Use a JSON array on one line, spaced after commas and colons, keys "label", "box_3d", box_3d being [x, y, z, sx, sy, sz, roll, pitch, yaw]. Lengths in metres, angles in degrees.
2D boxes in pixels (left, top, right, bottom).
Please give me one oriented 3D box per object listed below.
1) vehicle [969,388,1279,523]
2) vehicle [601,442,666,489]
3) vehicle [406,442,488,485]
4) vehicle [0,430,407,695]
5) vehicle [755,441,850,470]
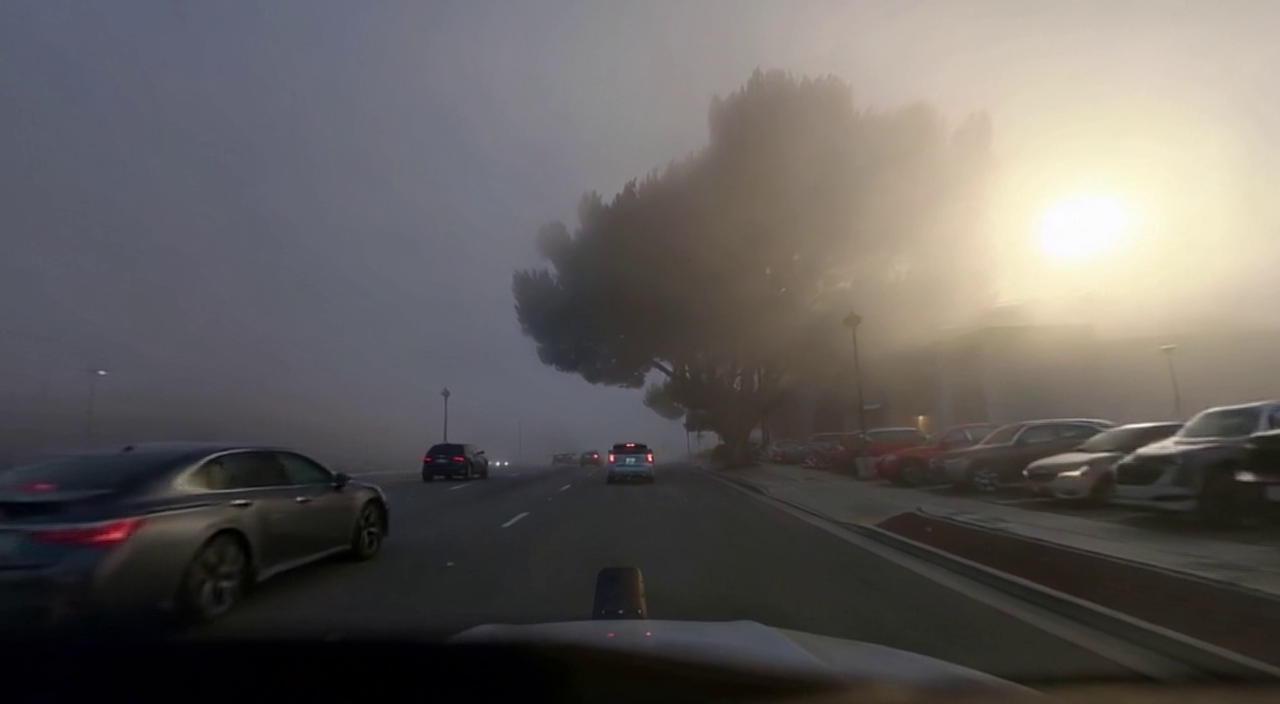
[{"label": "vehicle", "box_3d": [9.003, 1.640, 10.755, 5.501, 1.720, 2.257, -4, -8, -5]}, {"label": "vehicle", "box_3d": [-0.271, 3.879, 21.915, 2.061, 1.469, 3.954, 0, -9, -2]}, {"label": "vehicle", "box_3d": [-8.065, 4.687, 26.922, 2.038, 1.649, 4.665, 0, -9, -1]}, {"label": "vehicle", "box_3d": [-4.099, 1.550, 6.001, 1.973, 1.456, 4.850, 0, -9, -1]}, {"label": "vehicle", "box_3d": [8.734, 5.588, 34.166, 4.619, 1.523, 1.873, 0, -9, 1]}]
